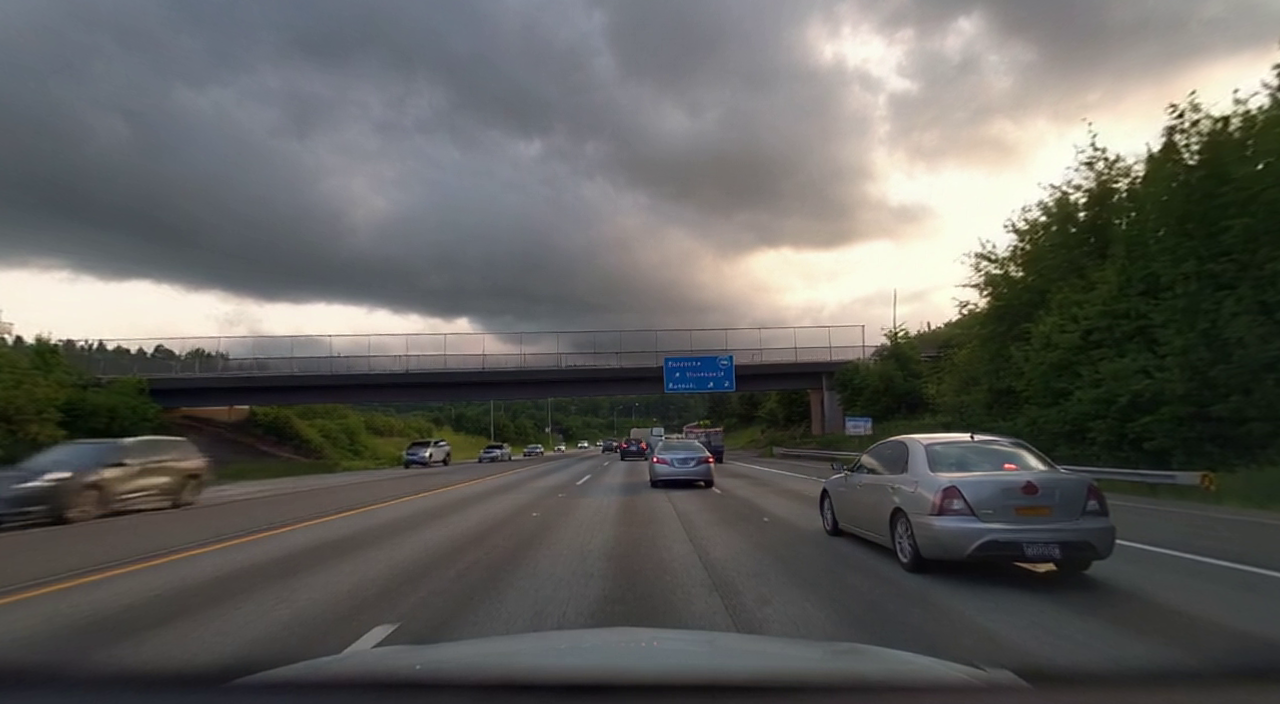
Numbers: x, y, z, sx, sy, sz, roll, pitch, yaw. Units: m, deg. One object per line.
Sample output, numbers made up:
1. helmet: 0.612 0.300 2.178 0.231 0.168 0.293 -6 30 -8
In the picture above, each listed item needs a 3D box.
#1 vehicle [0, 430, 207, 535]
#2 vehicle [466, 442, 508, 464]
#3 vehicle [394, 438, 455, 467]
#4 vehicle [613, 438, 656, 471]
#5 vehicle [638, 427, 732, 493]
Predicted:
1. vehicle: -11.047 2.441 12.371 2.012 1.680 4.360 -1 -8 -1
2. vehicle: -11.601 7.618 47.916 2.044 1.502 4.700 -2 -8 0
3. vehicle: -15.399 7.190 45.370 2.454 1.868 5.753 -1 -8 0
4. vehicle: -0.280 4.926 30.585 1.968 1.482 3.586 0 -8 -1
5. vehicle: 1.147 3.032 18.092 2.092 1.636 4.024 0 -8 -5
